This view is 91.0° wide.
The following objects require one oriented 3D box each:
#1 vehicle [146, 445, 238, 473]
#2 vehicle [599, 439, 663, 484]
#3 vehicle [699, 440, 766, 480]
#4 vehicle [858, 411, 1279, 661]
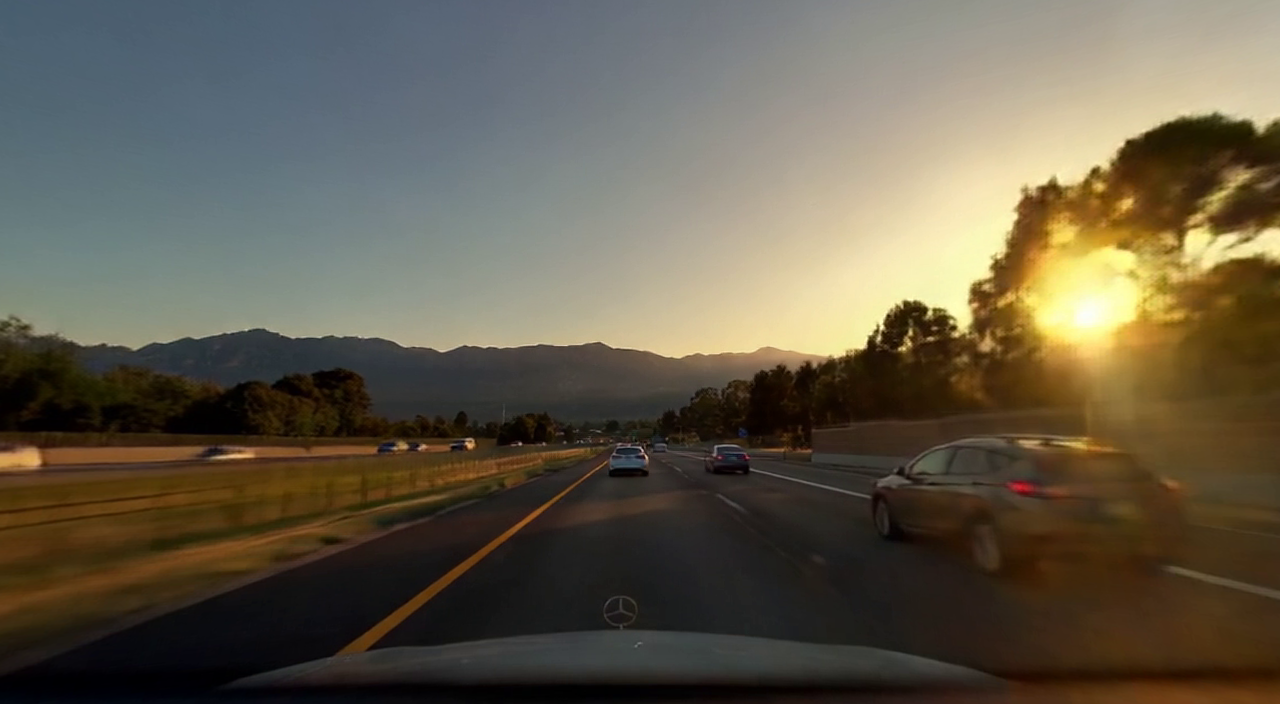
[{"bbox_3d":[-24.499,5.849,34.640,1.799,1.459,4.427,0,-9,0],"label":"vehicle"},{"bbox_3d":[-0.329,3.877,22.624,2.085,1.449,3.860,0,-9,-1],"label":"vehicle"},{"bbox_3d":[3.576,4.273,25.191,1.957,1.447,4.241,0,-8,-1],"label":"vehicle"},{"bbox_3d":[3.860,1.429,6.009,1.949,1.493,4.272,0,-8,-1],"label":"vehicle"}]
